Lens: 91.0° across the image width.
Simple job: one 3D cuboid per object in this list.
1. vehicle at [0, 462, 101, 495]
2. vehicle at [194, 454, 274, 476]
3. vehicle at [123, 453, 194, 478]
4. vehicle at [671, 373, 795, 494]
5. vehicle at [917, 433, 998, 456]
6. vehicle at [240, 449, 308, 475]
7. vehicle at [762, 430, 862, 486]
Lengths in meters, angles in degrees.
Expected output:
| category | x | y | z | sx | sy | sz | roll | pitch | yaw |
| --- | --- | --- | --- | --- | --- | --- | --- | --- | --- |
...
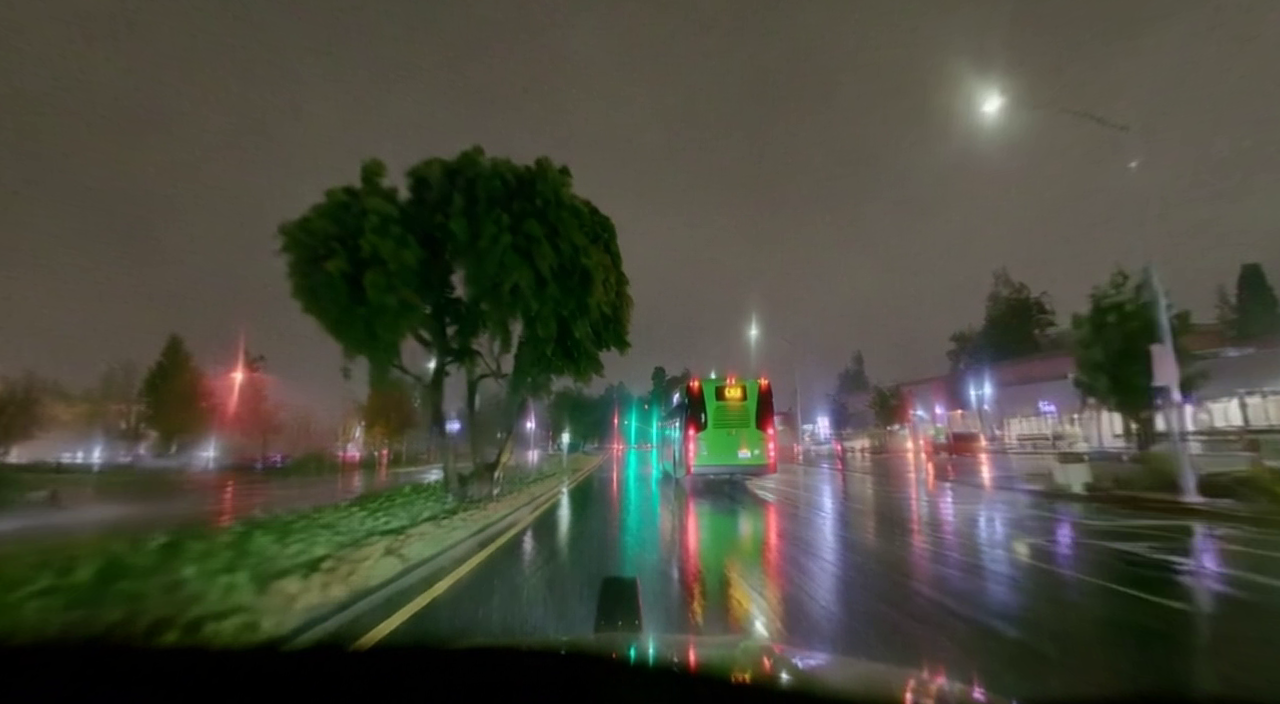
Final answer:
| category | x | y | z | sx | sy | sz | roll | pitch | yaw |
| --- | --- | --- | --- | --- | --- | --- | --- | --- | --- |
| vehicle | -31.725 | 6.593 | 32.897 | 1.983 | 1.531 | 5.126 | -8 | -12 | 44 |
| vehicle | -31.116 | 8.642 | 48.528 | 2.314 | 1.487 | 5.898 | 2 | -9 | -1 |
| vehicle | -36.963 | 8.706 | 48.467 | 1.941 | 1.761 | 4.272 | 0 | -8 | 1 |
| vehicle | 2.776 | 2.912 | 21.993 | 2.766 | 3.306 | 9.281 | 0 | -8 | -1 |
| vehicle | 21.580 | 6.309 | 42.844 | 4.589 | 1.480 | 1.979 | 1 | -9 | -10 |
| vehicle | -28.481 | 8.550 | 49.195 | 2.181 | 1.901 | 5.196 | 0 | -8 | 1 |
| vehicle | 5.983 | 3.744 | 22.534 | 2.129 | 1.754 | 4.668 | 0 | -8 | -2 |
